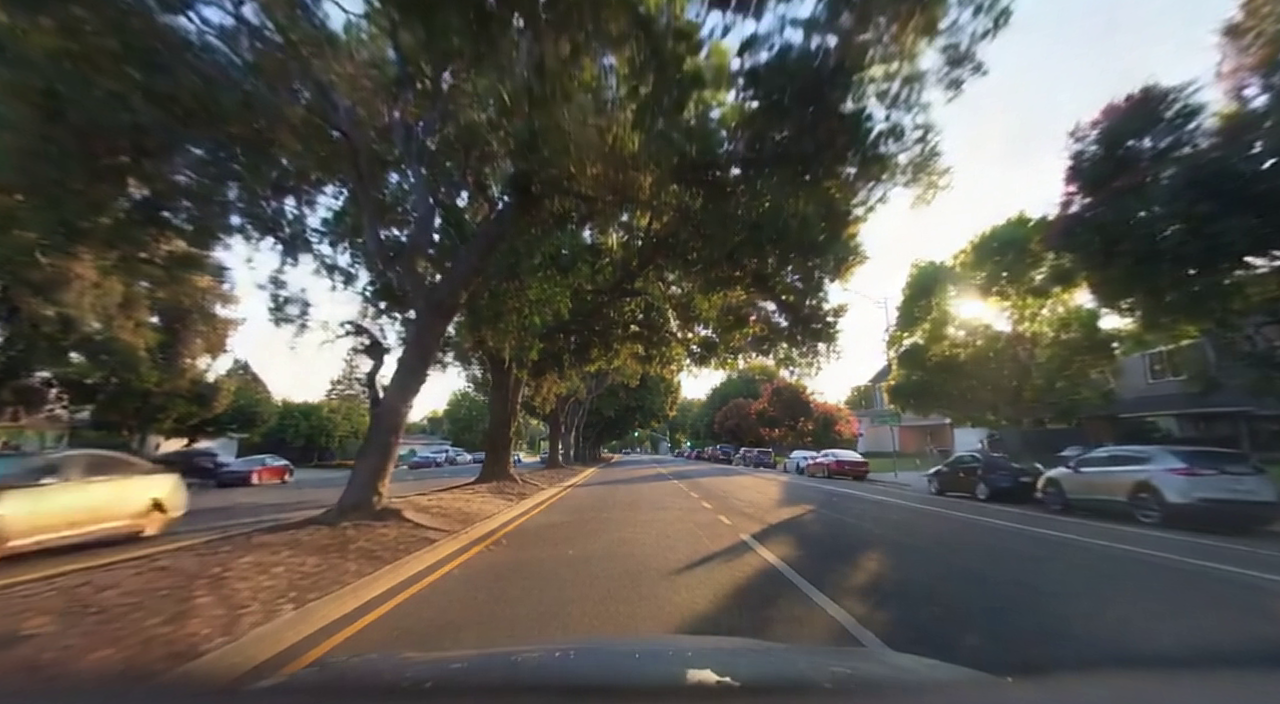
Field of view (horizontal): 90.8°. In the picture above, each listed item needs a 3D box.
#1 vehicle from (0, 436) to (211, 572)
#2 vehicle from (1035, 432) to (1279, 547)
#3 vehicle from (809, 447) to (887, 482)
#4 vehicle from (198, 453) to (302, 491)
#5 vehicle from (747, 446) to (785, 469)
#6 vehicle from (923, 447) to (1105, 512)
[{"bbox_3d":[-8.024,1.844,7.992,1.913,1.485,4.624,-1,-8,0],"label":"vehicle"},{"bbox_3d":[9.794,2.410,11.825,1.882,1.702,4.346,0,-8,-1],"label":"vehicle"},{"bbox_3d":[9.601,5.219,29.590,1.899,1.475,4.572,0,-8,-2],"label":"vehicle"},{"bbox_3d":[-18.452,5.671,30.227,1.885,1.553,4.864,-1,-8,0],"label":"vehicle"},{"bbox_3d":[9.581,8.029,48.344,1.885,1.685,4.430,0,-8,-2],"label":"vehicle"},{"bbox_3d":[9.633,3.278,16.818,1.961,1.456,4.493,0,-8,-2],"label":"vehicle"}]
